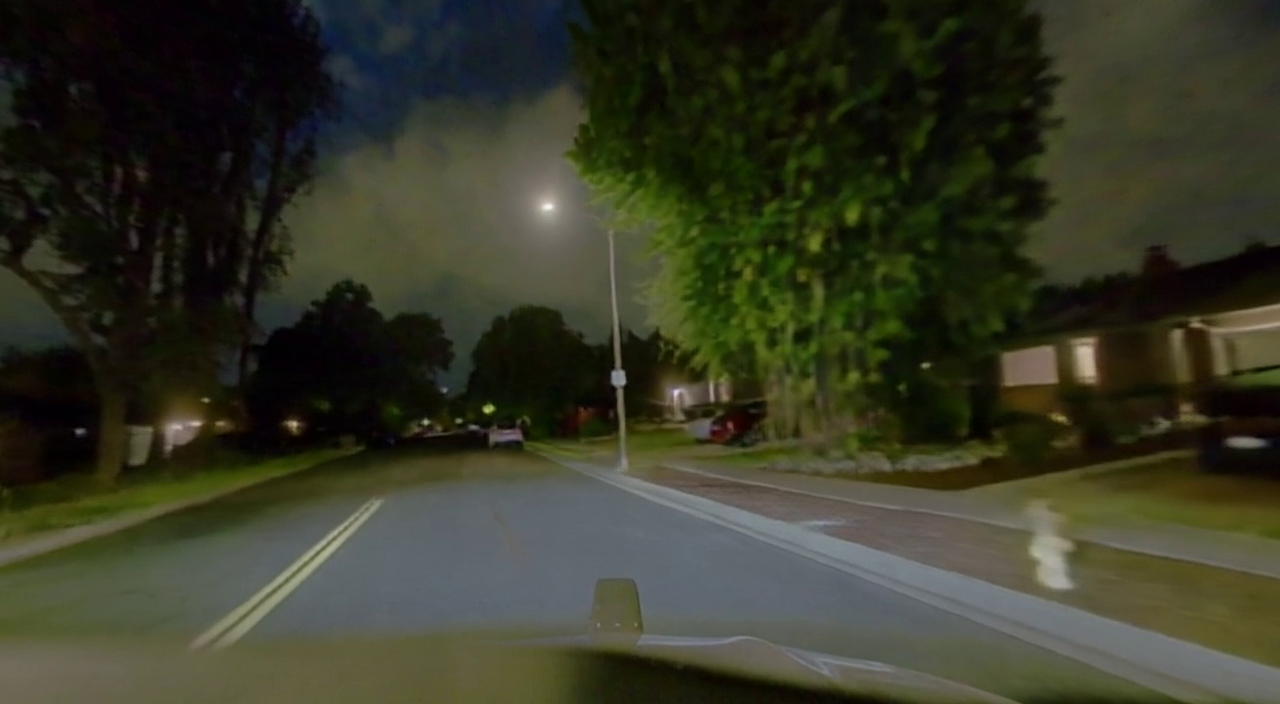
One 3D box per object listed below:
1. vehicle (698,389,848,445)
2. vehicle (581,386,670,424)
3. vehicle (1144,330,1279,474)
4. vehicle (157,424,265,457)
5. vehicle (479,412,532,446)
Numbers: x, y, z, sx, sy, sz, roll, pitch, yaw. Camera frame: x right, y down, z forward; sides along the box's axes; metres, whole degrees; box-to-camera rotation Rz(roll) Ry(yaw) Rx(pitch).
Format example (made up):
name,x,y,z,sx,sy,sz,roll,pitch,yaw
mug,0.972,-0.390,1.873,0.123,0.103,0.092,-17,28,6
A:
name,x,y,z,sx,sy,sz,roll,pitch,yaw
vehicle,4.202,2.132,20.220,4.230,1.666,1.978,2,-8,-15
vehicle,-0.926,3.179,37.877,4.861,1.911,2.181,0,-12,-16
vehicle,8.856,0.652,7.593,4.569,1.499,1.917,2,-8,-15
vehicle,-24.088,4.996,35.701,4.511,1.809,2.018,2,-8,-15
vehicle,-6.638,3.805,30.846,2.009,1.506,4.698,2,-8,-17
